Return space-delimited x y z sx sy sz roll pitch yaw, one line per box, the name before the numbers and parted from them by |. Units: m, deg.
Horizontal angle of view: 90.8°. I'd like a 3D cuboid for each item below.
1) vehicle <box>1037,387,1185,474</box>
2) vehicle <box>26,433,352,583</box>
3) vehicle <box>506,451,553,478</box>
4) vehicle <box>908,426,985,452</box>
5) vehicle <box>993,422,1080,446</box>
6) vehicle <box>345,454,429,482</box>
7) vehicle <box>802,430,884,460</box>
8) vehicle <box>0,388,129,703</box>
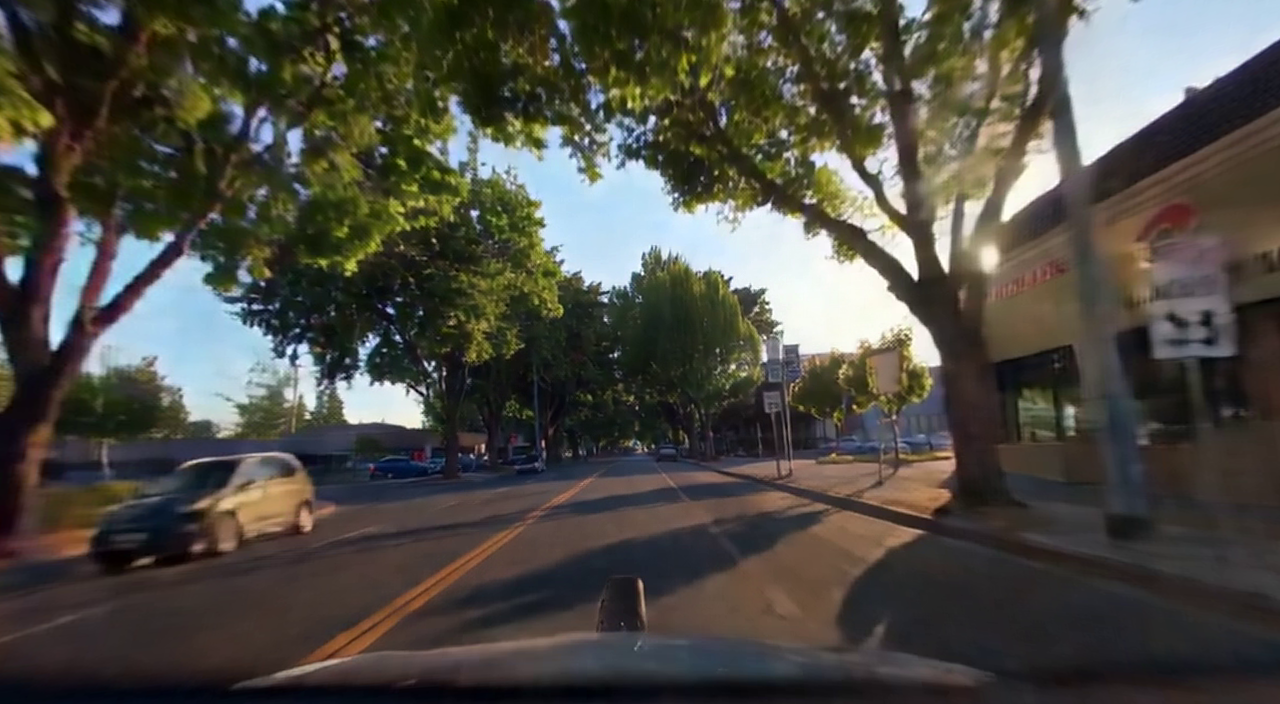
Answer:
vehicle | 11.378 1.922 15.089 2.124 1.711 5.059 -8 -12 42
vehicle | -6.955 2.388 10.631 2.027 1.909 4.696 0 -9 -1
vehicle | -6.649 6.789 38.383 1.962 1.478 4.639 -1 -9 1
vehicle | 21.795 6.219 45.060 4.442 1.451 1.945 -12 -12 42
vehicle | 25.888 5.420 41.310 4.413 1.435 1.765 -9 -12 44
vehicle | -16.554 7.614 41.520 4.650 1.700 1.915 0 -9 -1
vehicle | 11.028 5.028 34.182 4.587 1.504 1.928 6 -11 -39
vehicle | -4.069 0.811 1.306 2.103 1.750 4.660 0 -9 0
